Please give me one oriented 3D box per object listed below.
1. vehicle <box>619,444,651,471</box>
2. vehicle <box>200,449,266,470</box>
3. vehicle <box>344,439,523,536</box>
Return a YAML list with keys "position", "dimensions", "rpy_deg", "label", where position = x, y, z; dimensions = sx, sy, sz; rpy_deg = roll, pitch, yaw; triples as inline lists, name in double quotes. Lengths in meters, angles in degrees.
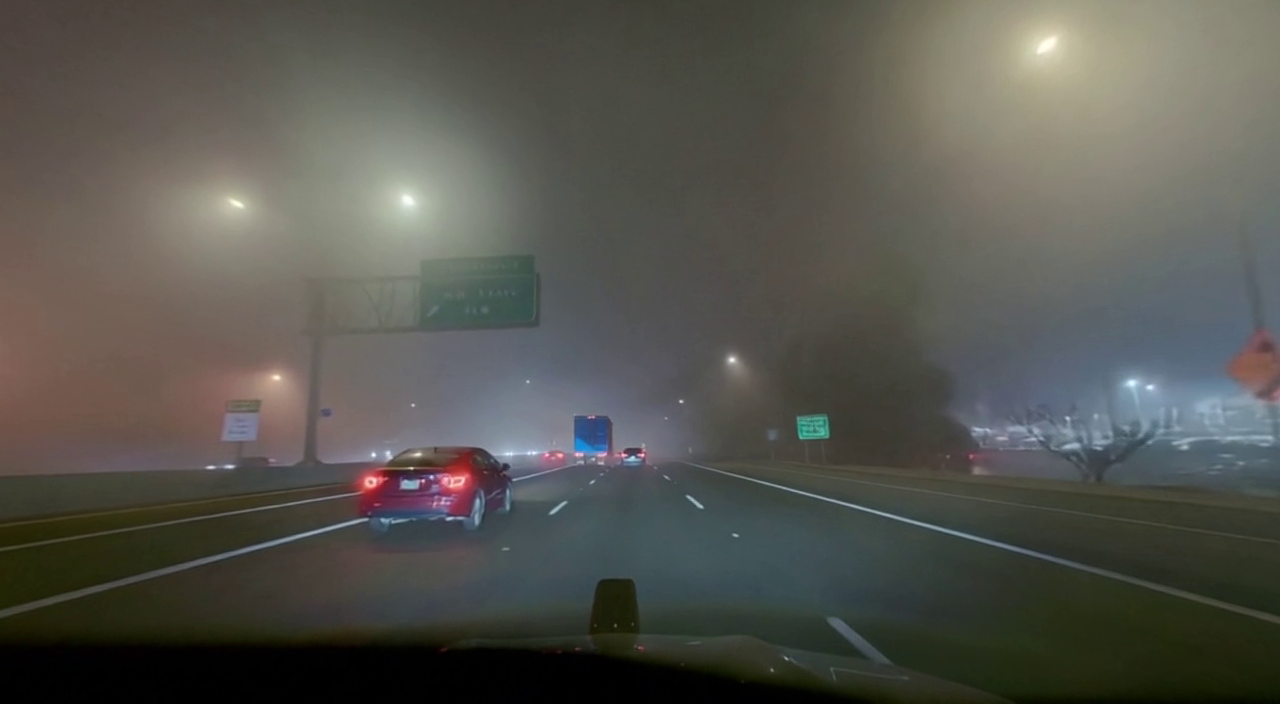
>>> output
- position: [-0.363, 6.971, 41.791]
  dimensions: [2.033, 1.669, 4.112]
  rpy_deg: [0, -9, -1]
  label: "vehicle"
- position: [-30.920, 8.172, 48.165]
  dimensions: [2.099, 1.527, 4.542]
  rpy_deg: [0, -9, -1]
  label: "vehicle"
- position: [-3.657, 2.467, 12.169]
  dimensions: [1.997, 1.507, 4.391]
  rpy_deg: [0, -9, 0]
  label: "vehicle"
